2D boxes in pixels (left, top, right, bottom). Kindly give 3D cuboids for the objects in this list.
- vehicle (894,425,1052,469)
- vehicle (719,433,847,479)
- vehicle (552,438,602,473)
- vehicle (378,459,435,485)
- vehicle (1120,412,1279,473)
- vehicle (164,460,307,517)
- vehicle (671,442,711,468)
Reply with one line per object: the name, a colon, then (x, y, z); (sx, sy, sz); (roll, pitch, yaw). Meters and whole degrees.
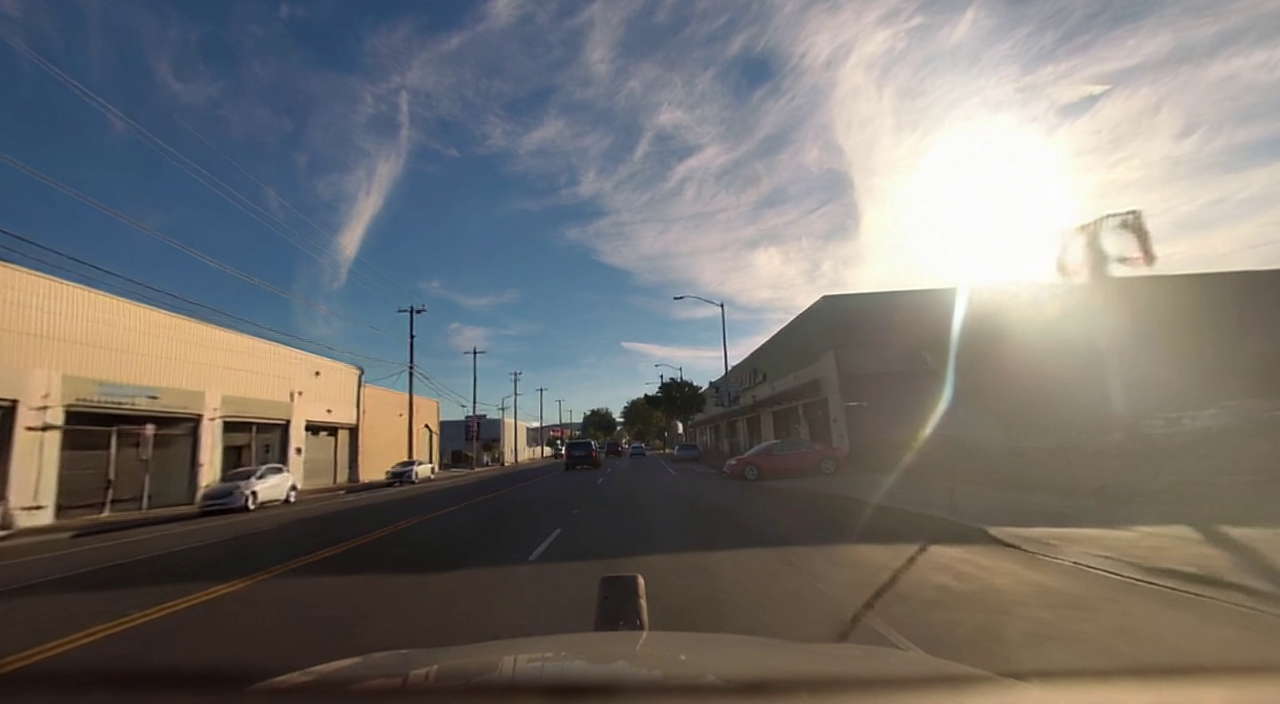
vehicle: (12.815, 3.727, 24.708); (5.034, 1.590, 2.025); (-2, -8, 13)
vehicle: (5.300, 3.939, 24.075); (4.474, 1.632, 2.234); (-1, -8, 5)
vehicle: (-3.500, 5.839, 35.910); (2.348, 1.831, 4.737); (0, -8, 0)
vehicle: (-15.766, 8.127, 42.915); (2.073, 1.492, 4.687); (-1, -8, 0)
vehicle: (15.740, 2.364, 16.520); (4.877, 1.471, 1.852); (0, -8, -2)
vehicle: (-15.485, 5.212, 24.669); (1.966, 1.760, 5.423); (-1, -8, 0)
vehicle: (3.183, 6.589, 40.575); (2.007, 1.558, 4.464); (0, -8, -2)
